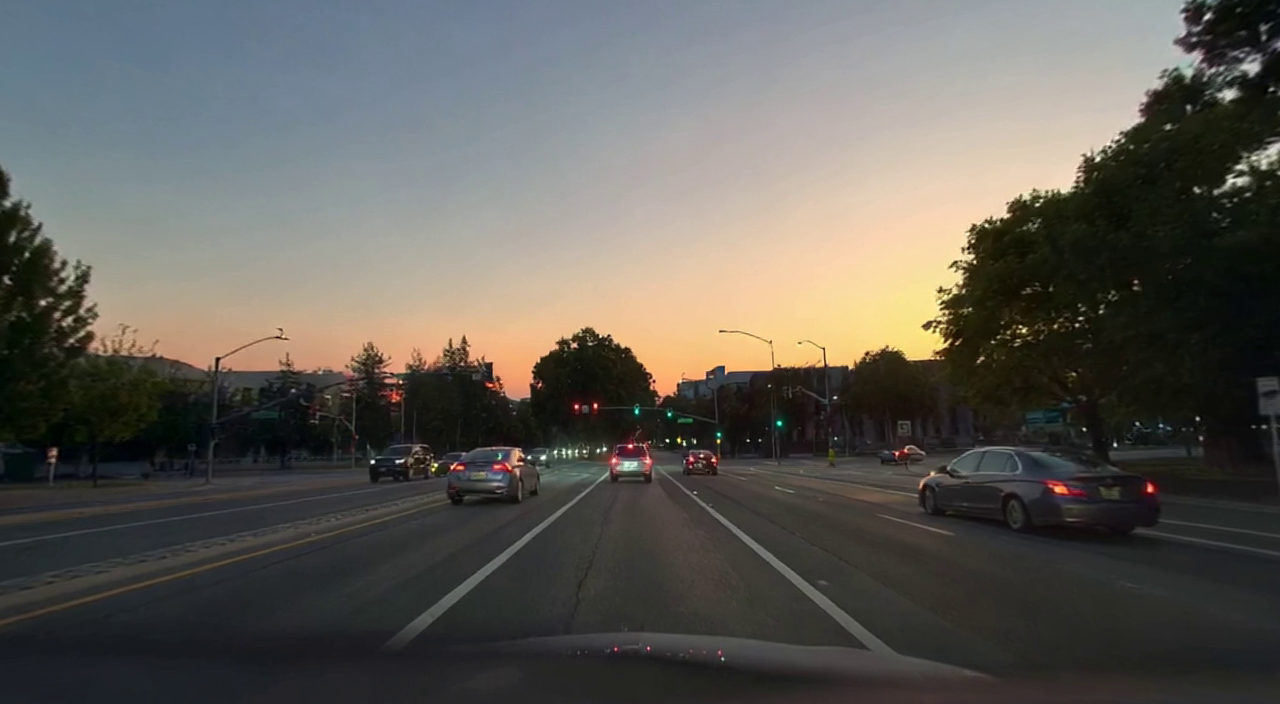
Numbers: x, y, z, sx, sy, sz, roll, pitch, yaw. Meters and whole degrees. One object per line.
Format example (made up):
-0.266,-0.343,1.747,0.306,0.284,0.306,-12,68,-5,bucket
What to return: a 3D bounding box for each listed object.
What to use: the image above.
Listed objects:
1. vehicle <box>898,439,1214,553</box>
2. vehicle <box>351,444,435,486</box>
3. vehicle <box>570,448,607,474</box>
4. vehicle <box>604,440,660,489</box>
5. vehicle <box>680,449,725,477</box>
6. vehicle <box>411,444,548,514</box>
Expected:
6.317,2.199,10.490,2.028,1.451,4.625,0,-8,-1,vehicle
-10.988,5.033,28.486,2.026,1.706,4.041,0,-8,2,vehicle
-3.128,6.701,39.076,2.002,1.502,4.057,0,-8,-1,vehicle
-0.291,4.330,24.712,2.008,1.716,4.125,0,-8,0,vehicle
3.378,6.129,35.116,2.014,1.430,4.103,0,-8,-1,vehicle
-3.761,3.046,15.776,2.163,1.474,4.413,0,-8,1,vehicle
